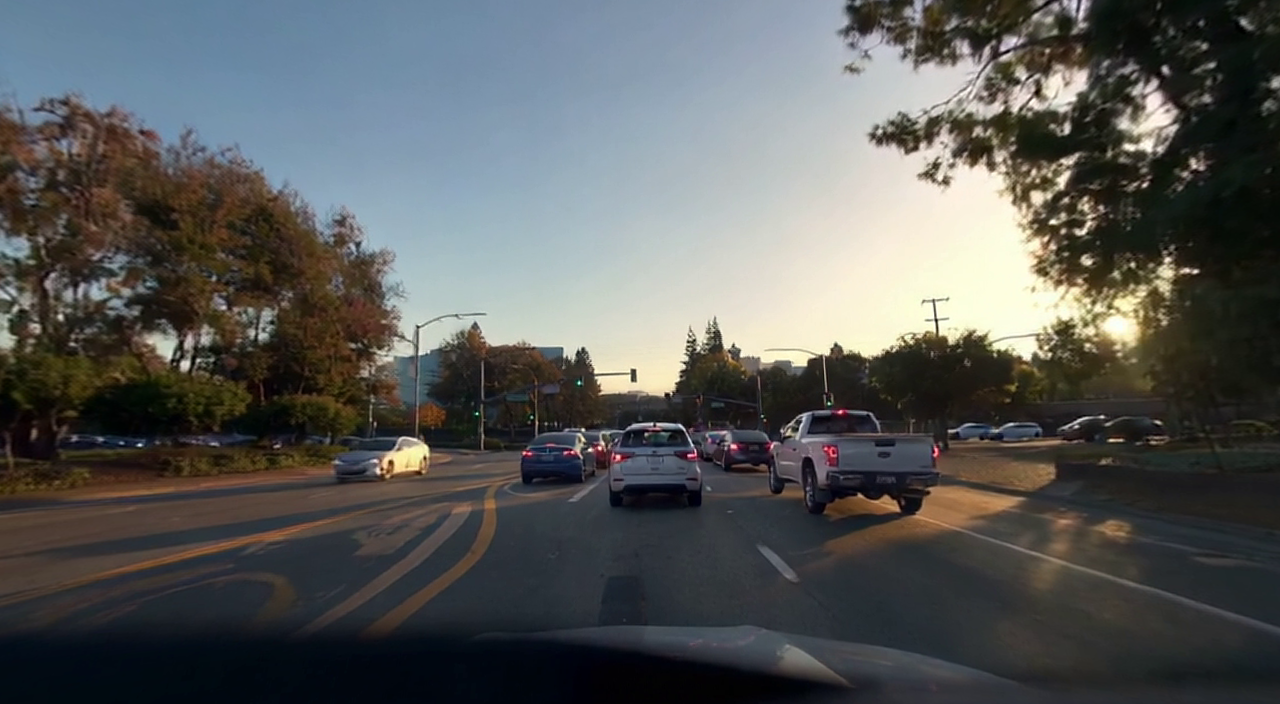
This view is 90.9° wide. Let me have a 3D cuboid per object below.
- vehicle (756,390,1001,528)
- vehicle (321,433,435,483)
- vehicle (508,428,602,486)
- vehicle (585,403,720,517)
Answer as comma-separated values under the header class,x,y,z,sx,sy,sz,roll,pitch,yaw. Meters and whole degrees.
class,x,y,z,sx,sy,sz,roll,pitch,yaw
vehicle,3.767,1.888,11.556,2.317,1.857,5.940,0,-9,2
vehicle,-8.805,3.593,21.618,1.868,1.496,4.219,0,-9,4
vehicle,-2.335,3.023,18.475,2.023,1.494,4.259,-1,-8,2
vehicle,0.285,1.991,11.944,2.113,1.768,3.901,0,-9,3
